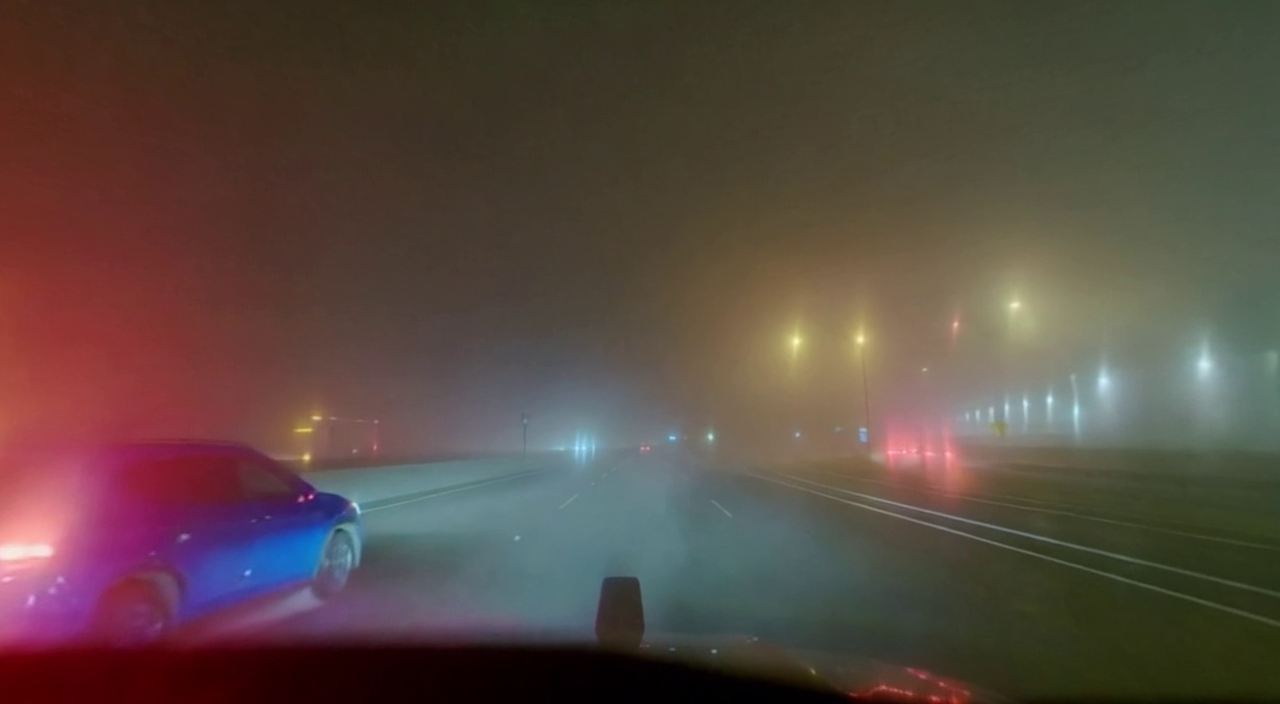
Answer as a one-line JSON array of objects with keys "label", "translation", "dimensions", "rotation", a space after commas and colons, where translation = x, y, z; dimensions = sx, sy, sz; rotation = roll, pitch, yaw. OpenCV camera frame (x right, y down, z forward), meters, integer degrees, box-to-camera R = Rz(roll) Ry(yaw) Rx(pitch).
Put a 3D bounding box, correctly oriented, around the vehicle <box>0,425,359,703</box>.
[{"label": "vehicle", "translation": [-3.819, 1.247, 3.983], "dimensions": [2.044, 1.478, 4.114], "rotation": [0, -9, 2]}]
